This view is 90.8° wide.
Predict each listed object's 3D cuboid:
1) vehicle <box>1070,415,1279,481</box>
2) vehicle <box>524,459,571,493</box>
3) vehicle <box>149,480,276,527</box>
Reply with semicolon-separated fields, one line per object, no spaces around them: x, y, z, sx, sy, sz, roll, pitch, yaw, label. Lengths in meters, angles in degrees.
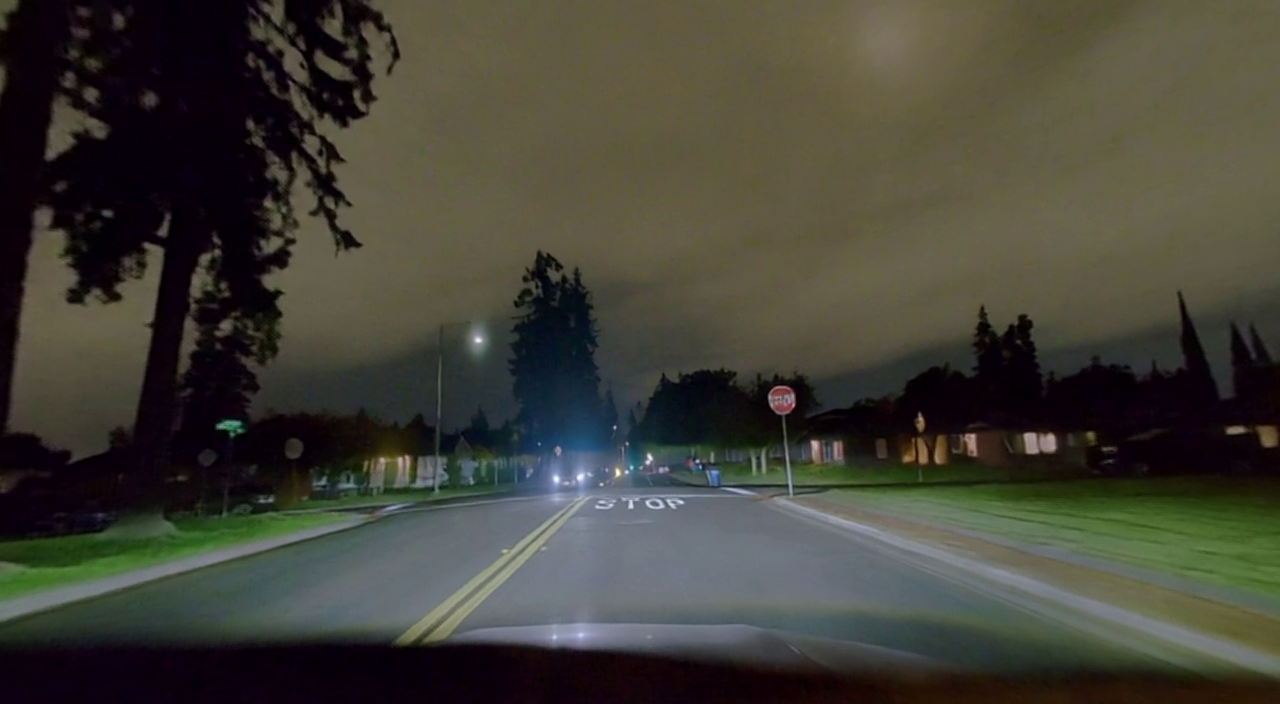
16.768;2.997;19.675;4.982;1.874;2.133;-3;-9;12;vehicle
-6.048;8.155;41.822;2.149;1.823;4.613;-6;-10;1;vehicle
-18.521;6.558;27.445;4.274;1.626;2.093;-6;-10;11;vehicle
